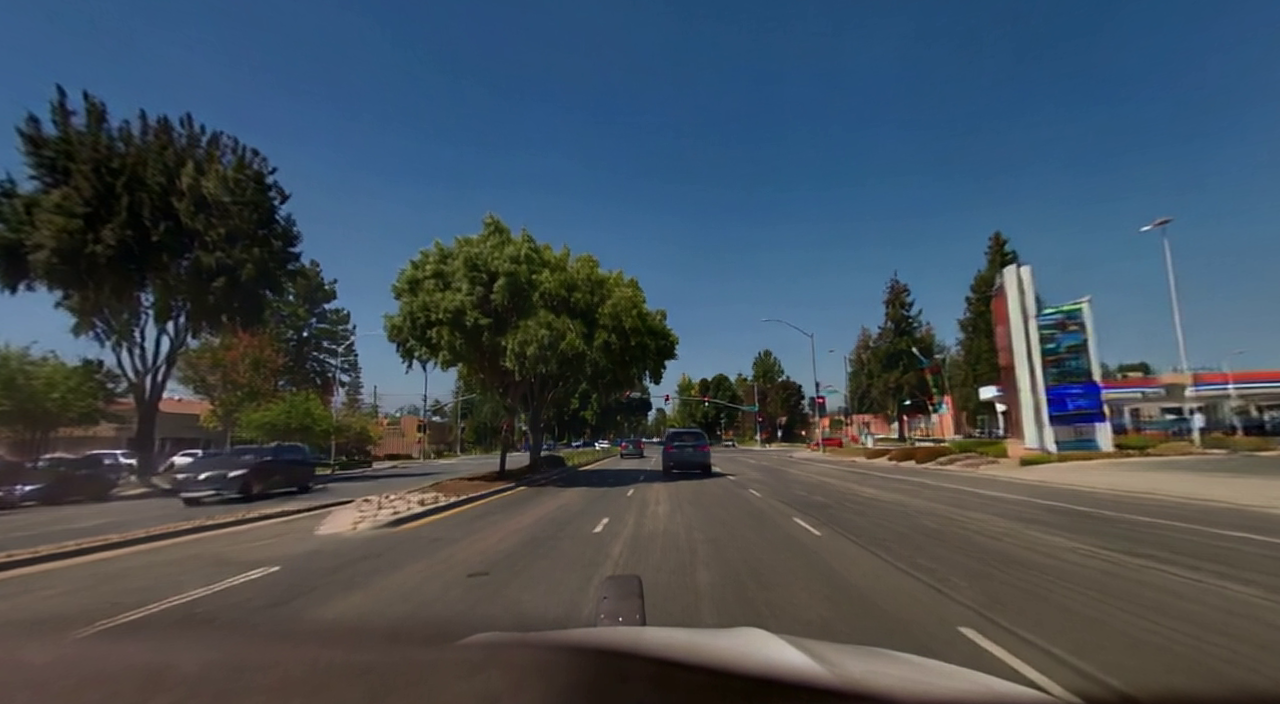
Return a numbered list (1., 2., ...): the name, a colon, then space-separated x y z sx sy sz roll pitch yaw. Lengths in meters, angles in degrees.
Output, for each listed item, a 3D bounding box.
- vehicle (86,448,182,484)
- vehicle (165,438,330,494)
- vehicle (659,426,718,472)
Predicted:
1. vehicle: -26.205 5.839 32.584 4.428 1.708 1.952 -4 -9 25
2. vehicle: -11.831 3.435 19.431 1.911 1.489 4.423 -1 -8 6
3. vehicle: 1.923 3.988 26.060 2.213 1.715 4.242 0 -8 2
